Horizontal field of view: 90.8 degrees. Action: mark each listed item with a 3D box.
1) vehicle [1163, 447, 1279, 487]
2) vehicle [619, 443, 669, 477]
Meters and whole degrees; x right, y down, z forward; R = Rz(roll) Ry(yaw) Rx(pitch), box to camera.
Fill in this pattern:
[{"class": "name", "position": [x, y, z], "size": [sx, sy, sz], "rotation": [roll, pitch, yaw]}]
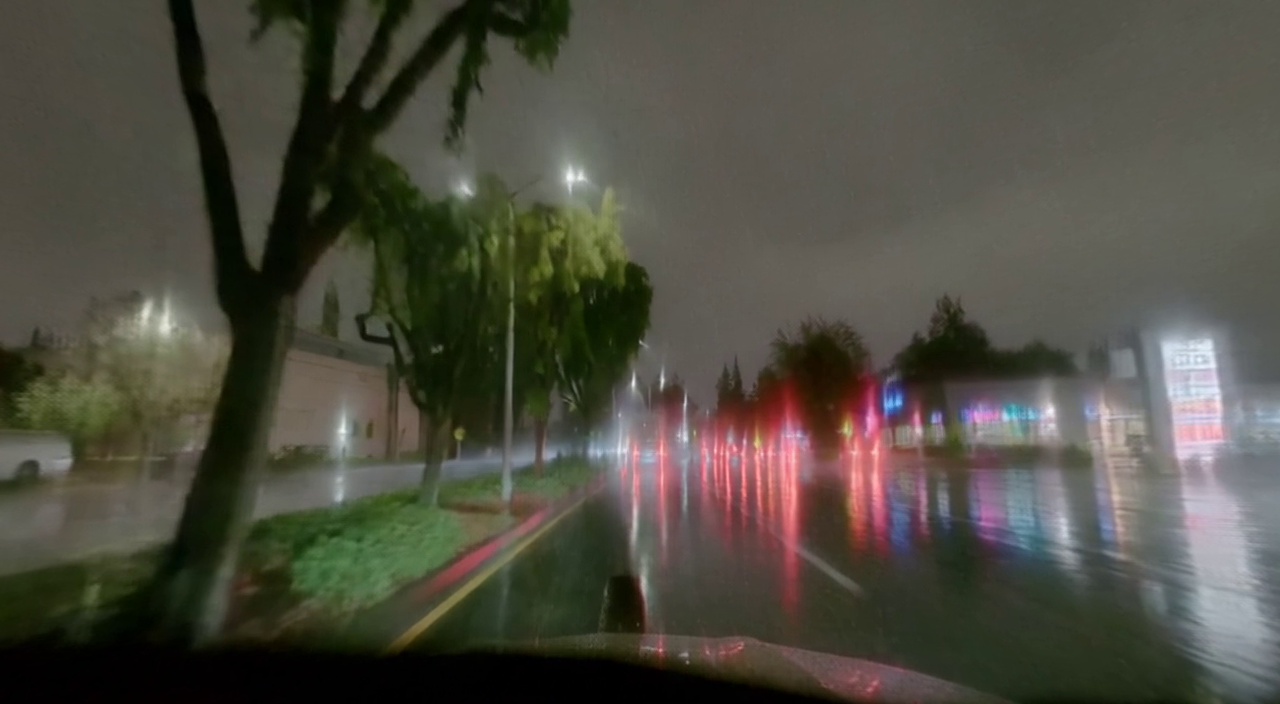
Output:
[{"class": "vehicle", "position": [21.274, 4.053, 22.338], "size": [4.016, 1.329, 1.702], "rotation": [0, -10, -3]}, {"class": "vehicle", "position": [0.267, 4.890, 28.916], "size": [2.095, 1.456, 3.873], "rotation": [-1, -8, 3]}]
